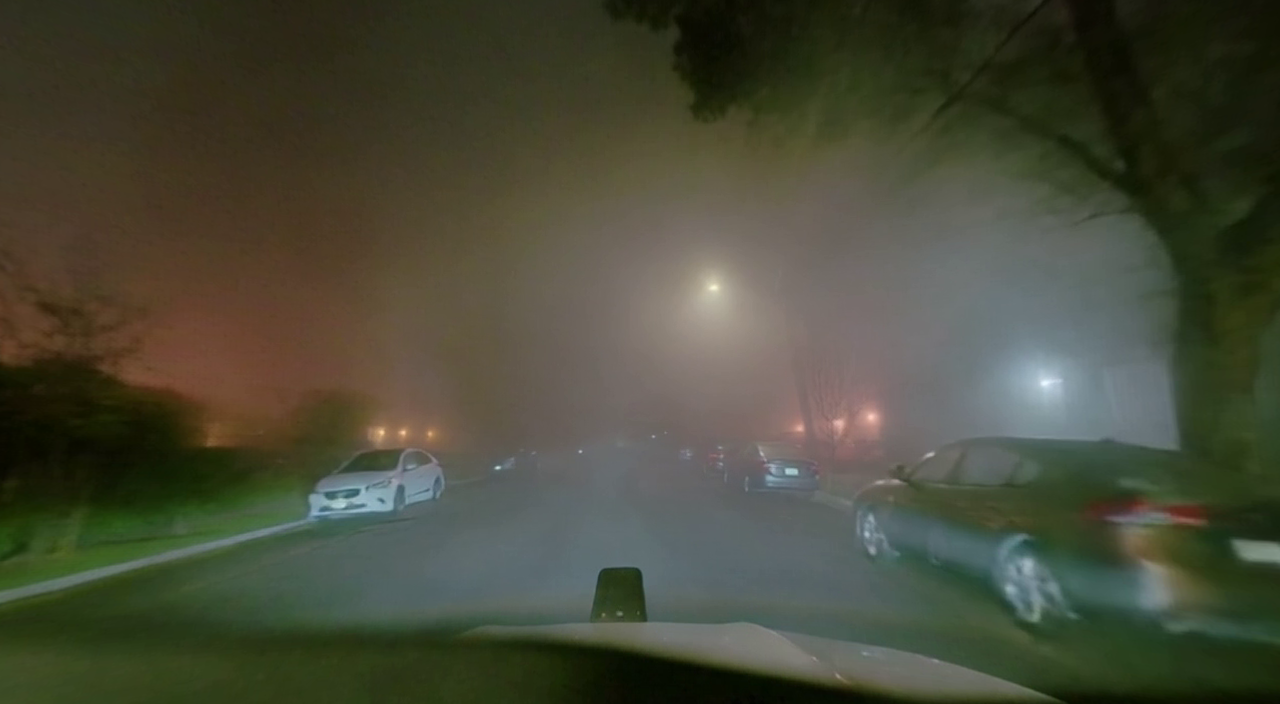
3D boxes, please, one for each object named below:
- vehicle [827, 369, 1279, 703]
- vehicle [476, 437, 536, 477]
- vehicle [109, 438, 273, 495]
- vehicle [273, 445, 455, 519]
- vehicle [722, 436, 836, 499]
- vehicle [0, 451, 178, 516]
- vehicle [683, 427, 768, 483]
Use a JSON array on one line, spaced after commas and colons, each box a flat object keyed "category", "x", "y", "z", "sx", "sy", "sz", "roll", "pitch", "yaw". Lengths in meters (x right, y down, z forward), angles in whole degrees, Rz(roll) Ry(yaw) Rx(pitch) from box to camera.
[{"category": "vehicle", "x": 3.525, "y": 1.248, "z": 5.490, "sx": 2.247, "sy": 1.618, "sz": 4.655, "roll": 2, "pitch": -8, "yaw": -2}, {"category": "vehicle", "x": -6.671, "y": 5.292, "z": 32.006, "sx": 2.118, "sy": 1.753, "sz": 4.377, "roll": -4, "pitch": -9, "yaw": -2}, {"category": "vehicle", "x": -16.519, "y": 4.157, "z": 23.364, "sx": 4.747, "sy": 1.899, "sz": 2.181, "roll": -1, "pitch": -7, "yaw": 11}, {"category": "vehicle", "x": -6.263, "y": 2.971, "z": 15.155, "sx": 2.199, "sy": 1.439, "sz": 4.757, "roll": -1, "pitch": -8, "yaw": 1}, {"category": "vehicle", "x": 3.546, "y": 3.025, "z": 17.056, "sx": 1.848, "sy": 1.436, "sz": 4.582, "roll": 0, "pitch": -8, "yaw": -2}, {"category": "vehicle", "x": -15.482, "y": 3.553, "z": 17.591, "sx": 1.886, "sy": 1.423, "sz": 4.491, "roll": 2, "pitch": -8, "yaw": -2}, {"category": "vehicle", "x": 2.981, "y": 3.769, "z": 23.512, "sx": 2.122, "sy": 1.809, "sz": 5.421, "roll": 0, "pitch": -8, "yaw": -3}]
